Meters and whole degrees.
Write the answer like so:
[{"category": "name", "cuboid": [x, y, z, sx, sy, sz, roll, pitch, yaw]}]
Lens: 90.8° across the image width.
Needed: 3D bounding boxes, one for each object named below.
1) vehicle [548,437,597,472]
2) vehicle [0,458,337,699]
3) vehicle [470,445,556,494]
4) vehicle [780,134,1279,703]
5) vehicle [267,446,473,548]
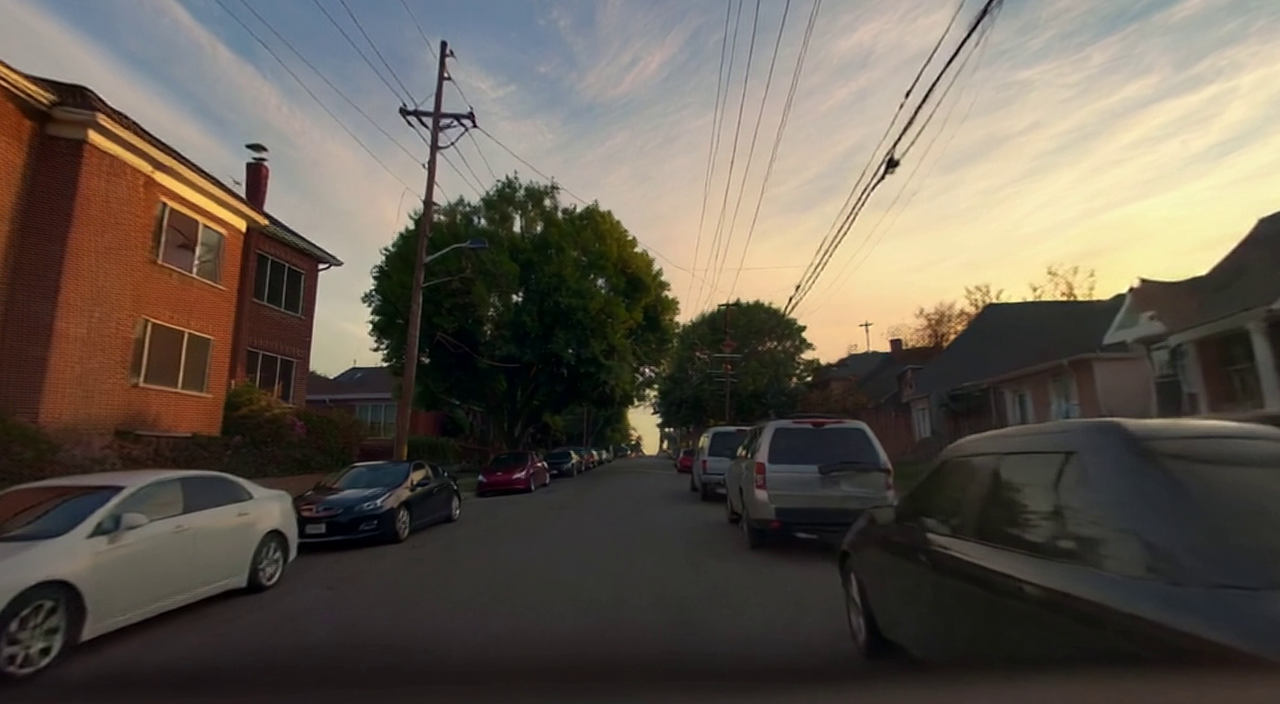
[{"category": "vehicle", "cuboid": [-3.966, 6.157, 38.099, 2.280, 1.953, 5.092, 0, -8, 1]}, {"category": "vehicle", "cuboid": [-4.879, 1.725, 5.701, 1.932, 1.431, 4.198, -1, -8, 5]}, {"category": "vehicle", "cuboid": [-4.403, 4.121, 22.641, 1.988, 1.541, 4.686, -1, -8, 2]}, {"category": "vehicle", "cuboid": [2.131, 0.782, 2.667, 2.032, 1.839, 4.597, 0, -8, 0]}, {"category": "vehicle", "cuboid": [-4.737, 2.561, 11.910, 1.796, 1.532, 4.244, -1, -8, 4]}]
